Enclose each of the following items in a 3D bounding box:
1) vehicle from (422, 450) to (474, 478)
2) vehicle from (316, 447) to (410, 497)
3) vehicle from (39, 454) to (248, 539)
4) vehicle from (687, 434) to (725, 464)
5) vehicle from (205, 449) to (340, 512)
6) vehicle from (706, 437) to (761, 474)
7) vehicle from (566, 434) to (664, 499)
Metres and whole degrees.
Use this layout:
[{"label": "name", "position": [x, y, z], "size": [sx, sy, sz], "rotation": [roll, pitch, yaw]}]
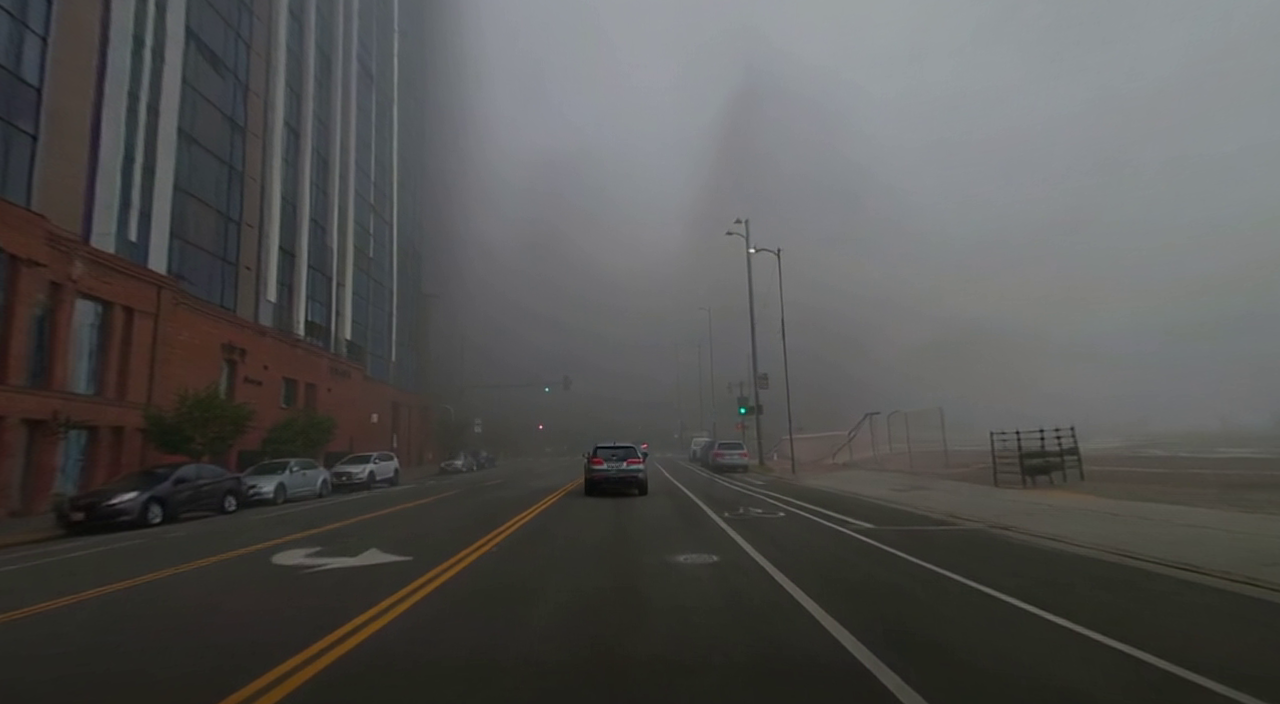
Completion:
[{"label": "vehicle", "position": [-12.237, 7.135, 40.596], "size": [1.968, 1.469, 4.523], "rotation": [-3, -8, -1]}, {"label": "vehicle", "position": [-11.973, 5.170, 27.713], "size": [2.090, 1.784, 4.832], "rotation": [-4, -8, -2]}, {"label": "vehicle", "position": [-12.037, 3.468, 15.757], "size": [1.976, 1.577, 4.091], "rotation": [-5, -8, -1]}, {"label": "vehicle", "position": [4.497, 6.667, 43.608], "size": [1.972, 1.822, 4.889], "rotation": [-2, -8, -1]}, {"label": "vehicle", "position": [-12.162, 4.236, 21.359], "size": [1.945, 1.712, 4.648], "rotation": [-4, -8, -2]}, {"label": "vehicle", "position": [4.456, 4.997, 30.770], "size": [1.924, 1.645, 4.528], "rotation": [0, -8, 0]}, {"label": "vehicle", "position": [-0.579, 2.961, 16.699], "size": [2.269, 1.479, 3.980], "rotation": [0, -8, 0]}]
